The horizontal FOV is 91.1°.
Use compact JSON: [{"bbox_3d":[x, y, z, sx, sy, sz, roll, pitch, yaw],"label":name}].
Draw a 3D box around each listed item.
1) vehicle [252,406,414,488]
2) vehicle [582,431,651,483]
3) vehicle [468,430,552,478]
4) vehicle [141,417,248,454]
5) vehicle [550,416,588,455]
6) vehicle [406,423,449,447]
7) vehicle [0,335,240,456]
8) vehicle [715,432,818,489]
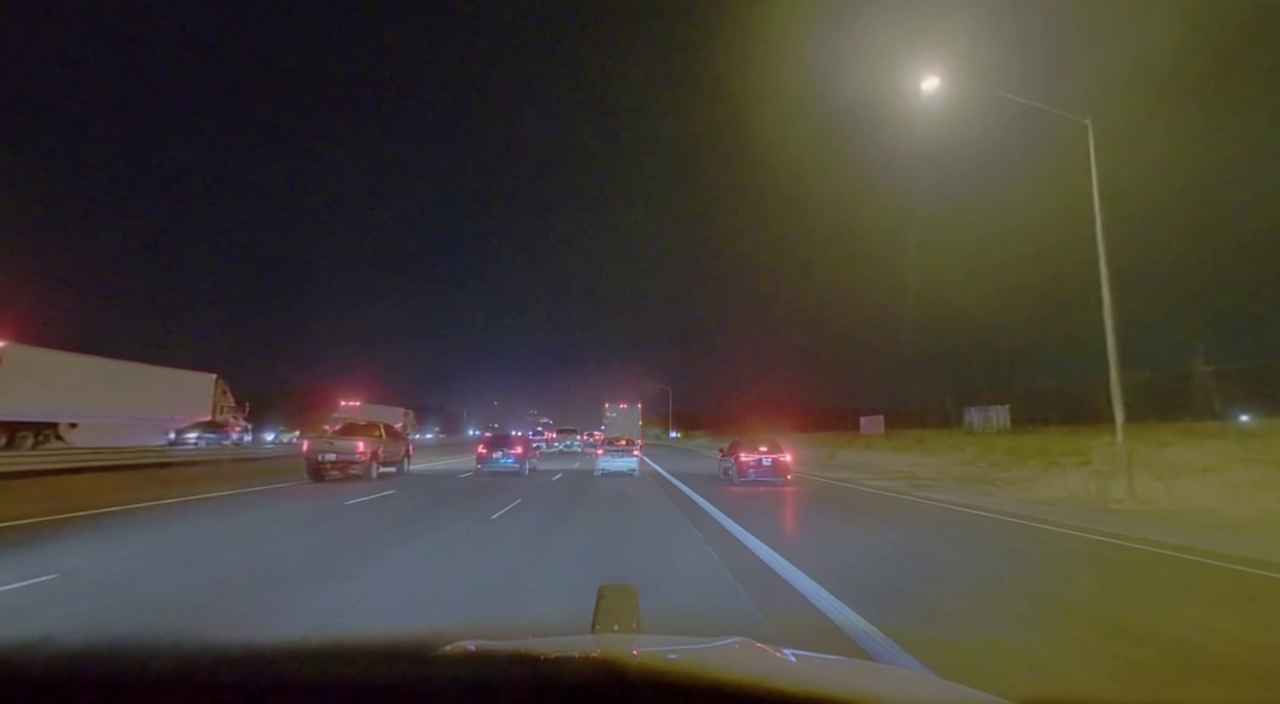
[{"bbox_3d":[-8.192,2.579,17.394,2.158,1.943,4.662,0,-8,-1],"label":"vehicle"},{"bbox_3d":[-0.702,3.254,19.885,1.980,1.478,3.758,0,-8,-1],"label":"vehicle"},{"bbox_3d":[-4.444,3.548,22.245,2.046,1.493,4.384,0,-8,0],"label":"vehicle"},{"bbox_3d":[-19.418,3.664,27.641,1.873,1.475,4.034,0,-8,-2],"label":"vehicle"},{"bbox_3d":[-5.101,6.084,45.927,2.303,2.610,6.579,0,-8,-2],"label":"vehicle"},{"bbox_3d":[-16.337,6.378,48.484,1.919,1.761,4.413,0,-8,-2],"label":"vehicle"},{"bbox_3d":[-23.123,2.303,27.246,2.881,3.978,14.159,0,-8,-3],"label":"vehicle"},{"bbox_3d":[3.592,3.157,18.753,1.981,1.474,4.396,0,-8,-3],"label":"vehicle"}]
